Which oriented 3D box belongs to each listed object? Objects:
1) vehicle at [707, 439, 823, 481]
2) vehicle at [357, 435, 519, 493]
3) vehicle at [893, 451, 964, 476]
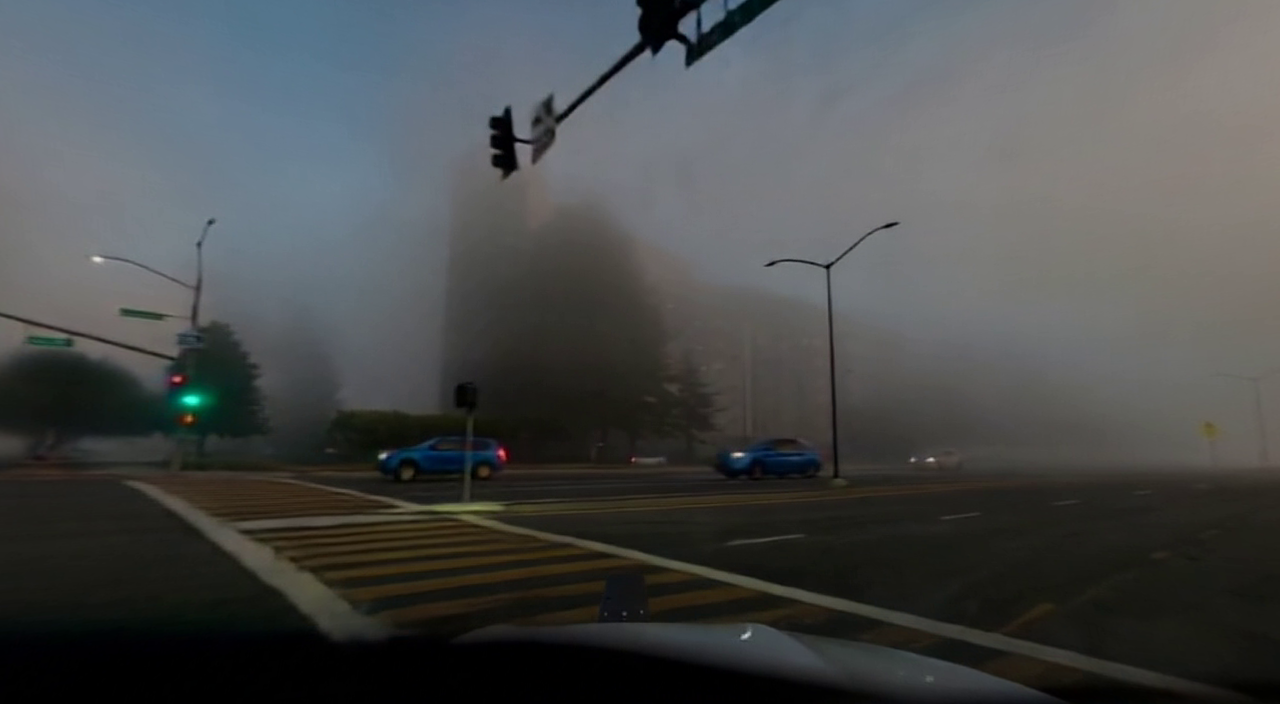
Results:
[{"bbox_3d":[6.333,5.354,31.461,5.841,1.890,2.273,6,-10,-36],"label":"vehicle"},{"bbox_3d":[-6.820,3.777,21.514,4.820,1.751,2.050,7,-11,-38],"label":"vehicle"},{"bbox_3d":[18.615,7.116,40.386,4.763,1.490,1.915,6,-10,-35],"label":"vehicle"}]
